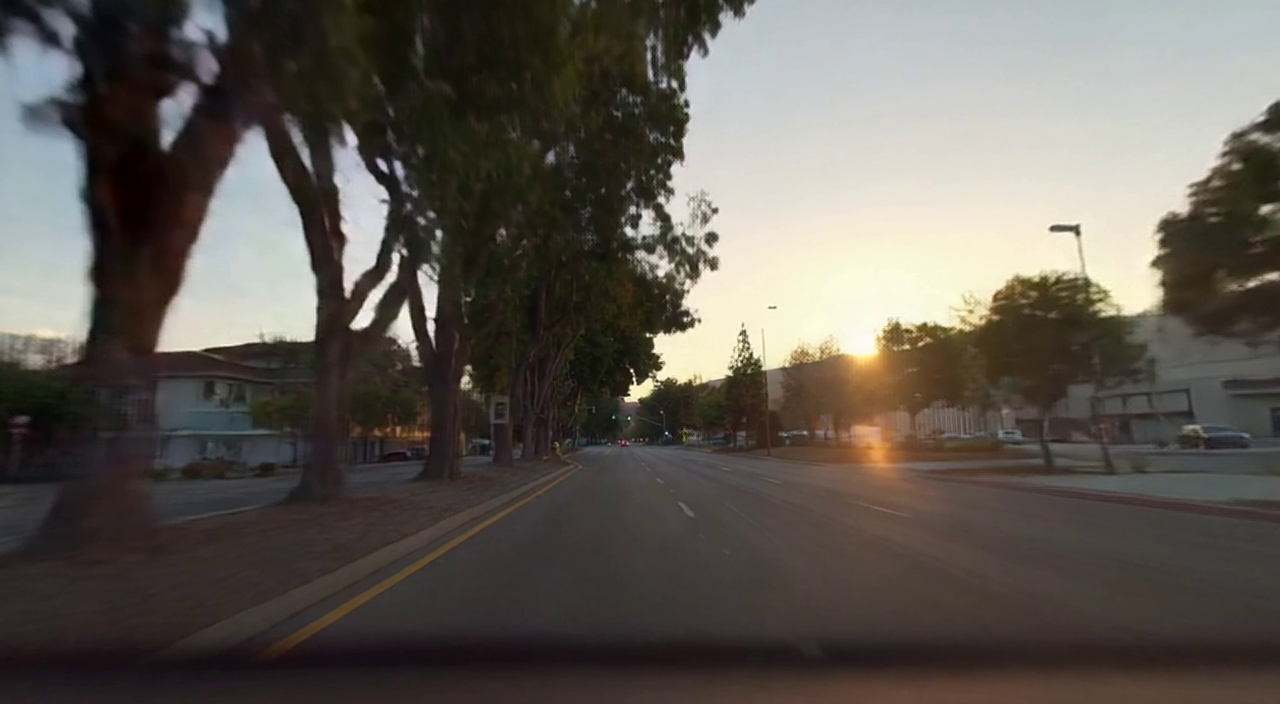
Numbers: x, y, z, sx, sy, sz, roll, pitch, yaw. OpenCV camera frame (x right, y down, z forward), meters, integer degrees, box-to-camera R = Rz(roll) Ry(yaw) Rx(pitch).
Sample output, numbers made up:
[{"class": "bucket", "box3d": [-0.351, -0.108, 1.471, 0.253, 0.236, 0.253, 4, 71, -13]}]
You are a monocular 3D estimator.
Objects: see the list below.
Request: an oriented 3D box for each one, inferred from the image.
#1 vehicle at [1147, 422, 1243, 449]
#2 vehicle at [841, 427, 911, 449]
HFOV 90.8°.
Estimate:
[{"class": "vehicle", "box3d": [34.986, 5.322, 40.017, 1.886, 1.548, 4.605, 0, -9, -1]}, {"class": "vehicle", "box3d": [18.500, 6.756, 49.692, 4.688, 1.658, 1.950, 0, -8, -2]}]
